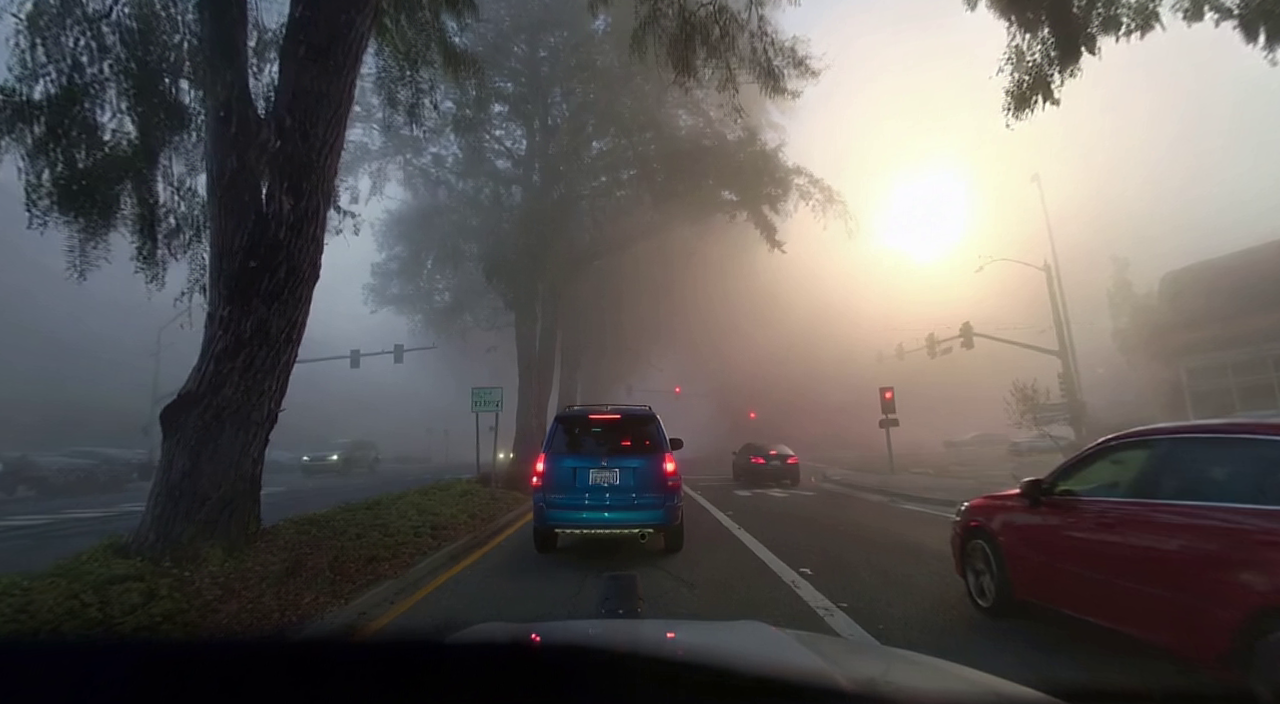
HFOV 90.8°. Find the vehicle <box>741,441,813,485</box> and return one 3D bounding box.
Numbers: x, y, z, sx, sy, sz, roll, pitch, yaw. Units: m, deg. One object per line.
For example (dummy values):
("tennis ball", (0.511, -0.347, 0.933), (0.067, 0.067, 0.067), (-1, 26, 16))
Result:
("vehicle", (5.082, 4.166, 24.014), (1.883, 1.496, 4.236), (0, -9, 1))

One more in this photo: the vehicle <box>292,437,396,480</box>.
("vehicle", (-12.702, 4.598, 27.520), (2.108, 1.683, 4.861), (0, -9, 0))

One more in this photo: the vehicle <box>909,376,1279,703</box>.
("vehicle", (3.495, 1.024, 3.357), (2.098, 1.555, 4.778), (0, -9, 1))

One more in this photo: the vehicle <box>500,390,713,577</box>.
("vehicle", (-0.301, 1.646, 8.661), (2.096, 1.837, 4.687), (0, -9, 1))

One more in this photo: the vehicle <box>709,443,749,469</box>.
("vehicle", (5.380, 6.329, 38.685), (1.923, 1.498, 4.326), (0, -9, 2))
